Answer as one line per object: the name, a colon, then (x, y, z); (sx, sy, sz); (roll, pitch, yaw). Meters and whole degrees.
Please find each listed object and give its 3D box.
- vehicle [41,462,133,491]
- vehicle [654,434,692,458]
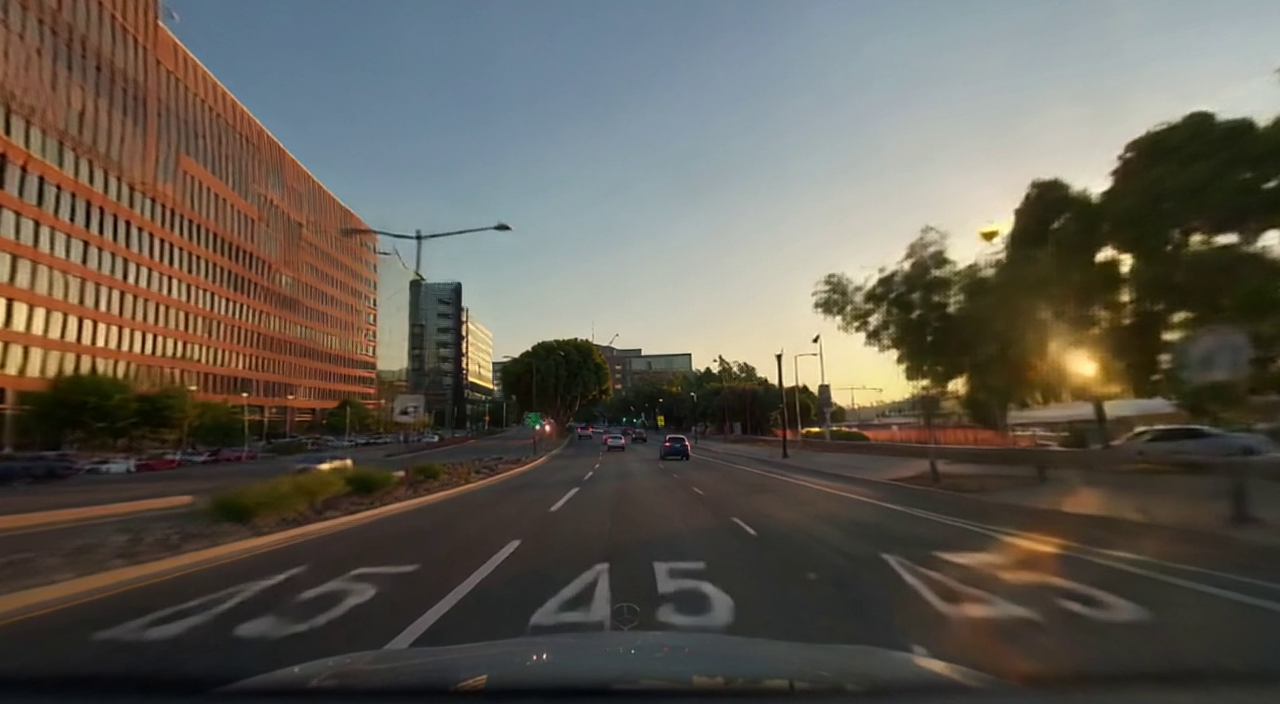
vehicle: (-29.289, 6.593, 33.603); (1.655, 1.389, 3.364); (0, -9, 4)
vehicle: (2.154, 6.291, 42.217); (2.090, 1.506, 4.382); (0, -8, -3)
